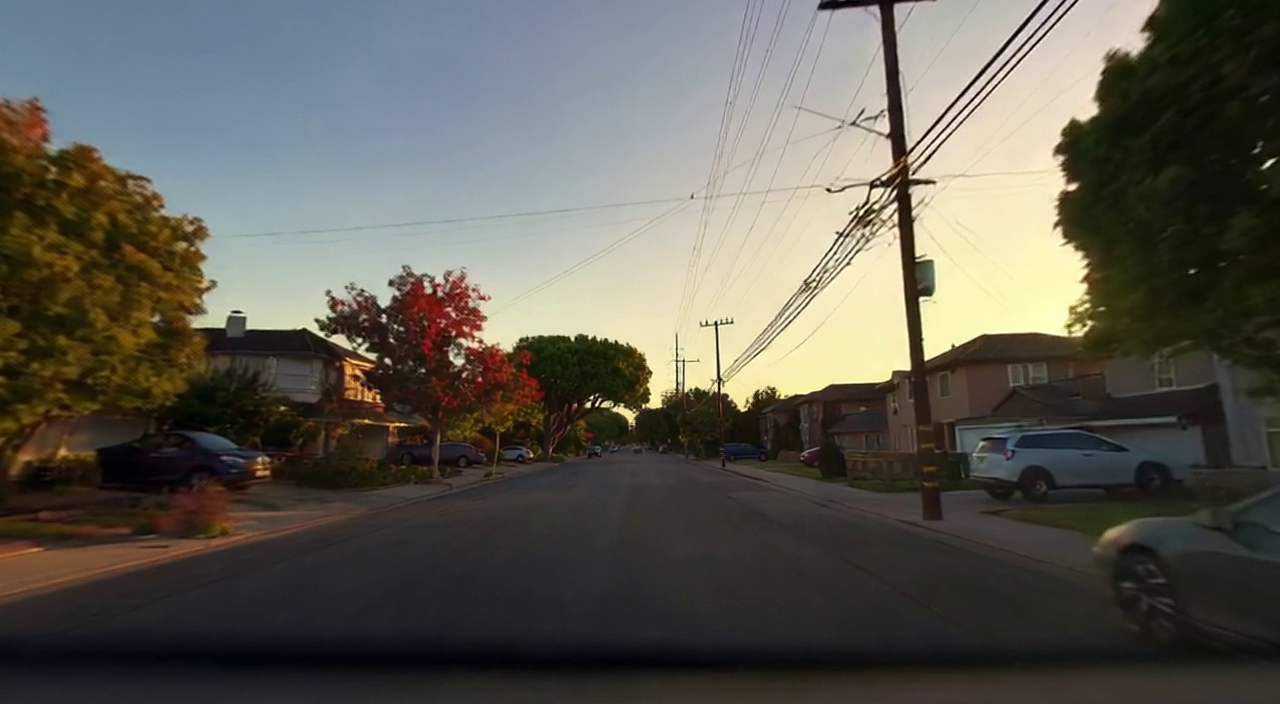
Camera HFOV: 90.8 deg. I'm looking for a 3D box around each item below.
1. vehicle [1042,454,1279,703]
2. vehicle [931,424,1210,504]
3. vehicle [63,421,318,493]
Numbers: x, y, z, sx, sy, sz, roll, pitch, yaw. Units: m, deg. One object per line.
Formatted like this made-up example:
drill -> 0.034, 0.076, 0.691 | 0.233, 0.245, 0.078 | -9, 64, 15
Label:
vehicle -> 4.215, 1.164, 2.555 | 2.055, 1.402, 4.559 | 1, -9, -2
vehicle -> 10.330, 2.715, 15.542 | 5.221, 1.798, 2.211 | 0, -9, -1
vehicle -> -12.314, 2.920, 17.695 | 5.186, 1.842, 2.465 | 0, -9, -1
